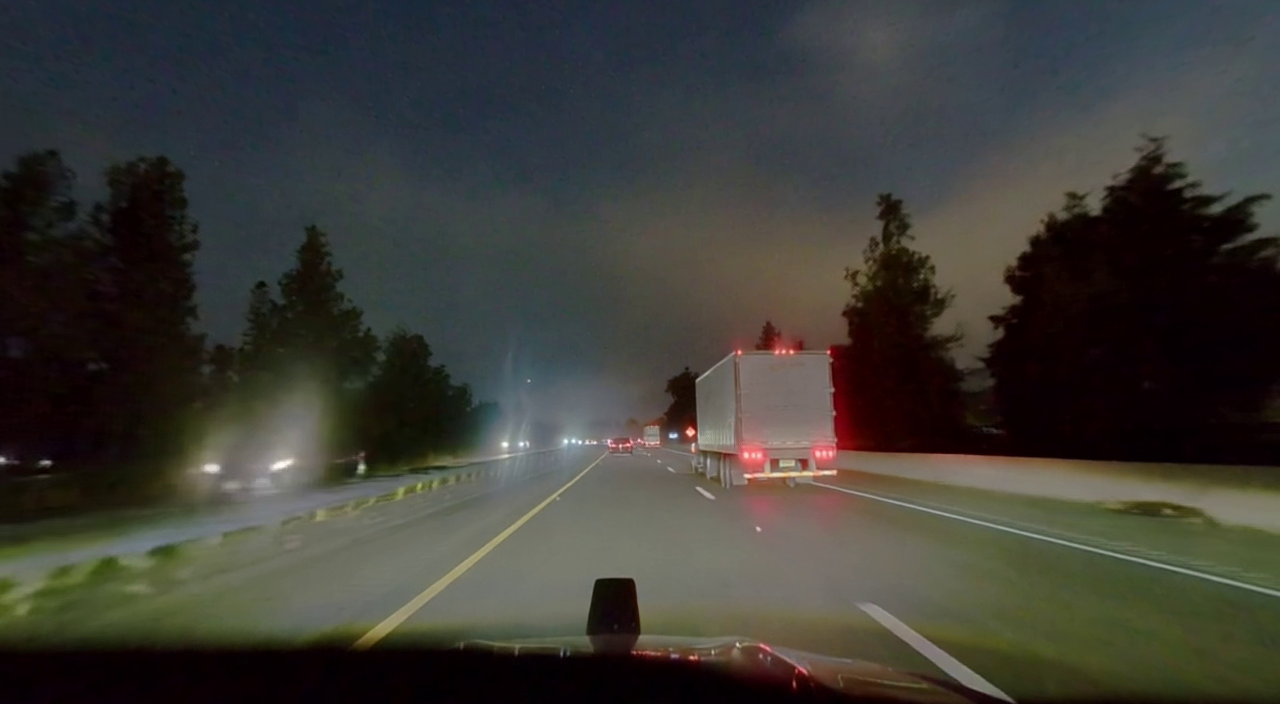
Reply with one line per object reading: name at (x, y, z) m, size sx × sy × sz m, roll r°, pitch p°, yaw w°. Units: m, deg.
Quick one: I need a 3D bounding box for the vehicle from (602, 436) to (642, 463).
vehicle at (-1.024, 5.734, 37.244) m, size 2.259 × 1.466 × 3.693 m, roll 0°, pitch -8°, yaw -1°

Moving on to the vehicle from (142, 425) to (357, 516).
vehicle at (-8.765, 2.655, 14.824) m, size 2.035 × 1.768 × 4.740 m, roll 0°, pitch -8°, yaw -1°

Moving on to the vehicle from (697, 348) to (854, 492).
vehicle at (3.695, 2.198, 19.644) m, size 2.921 × 3.526 × 8.207 m, roll 0°, pitch -8°, yaw -1°

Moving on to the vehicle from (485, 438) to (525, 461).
vehicle at (-10.163, 7.355, 47.832) m, size 1.990 × 1.588 × 4.607 m, roll 0°, pitch -8°, yaw 0°
